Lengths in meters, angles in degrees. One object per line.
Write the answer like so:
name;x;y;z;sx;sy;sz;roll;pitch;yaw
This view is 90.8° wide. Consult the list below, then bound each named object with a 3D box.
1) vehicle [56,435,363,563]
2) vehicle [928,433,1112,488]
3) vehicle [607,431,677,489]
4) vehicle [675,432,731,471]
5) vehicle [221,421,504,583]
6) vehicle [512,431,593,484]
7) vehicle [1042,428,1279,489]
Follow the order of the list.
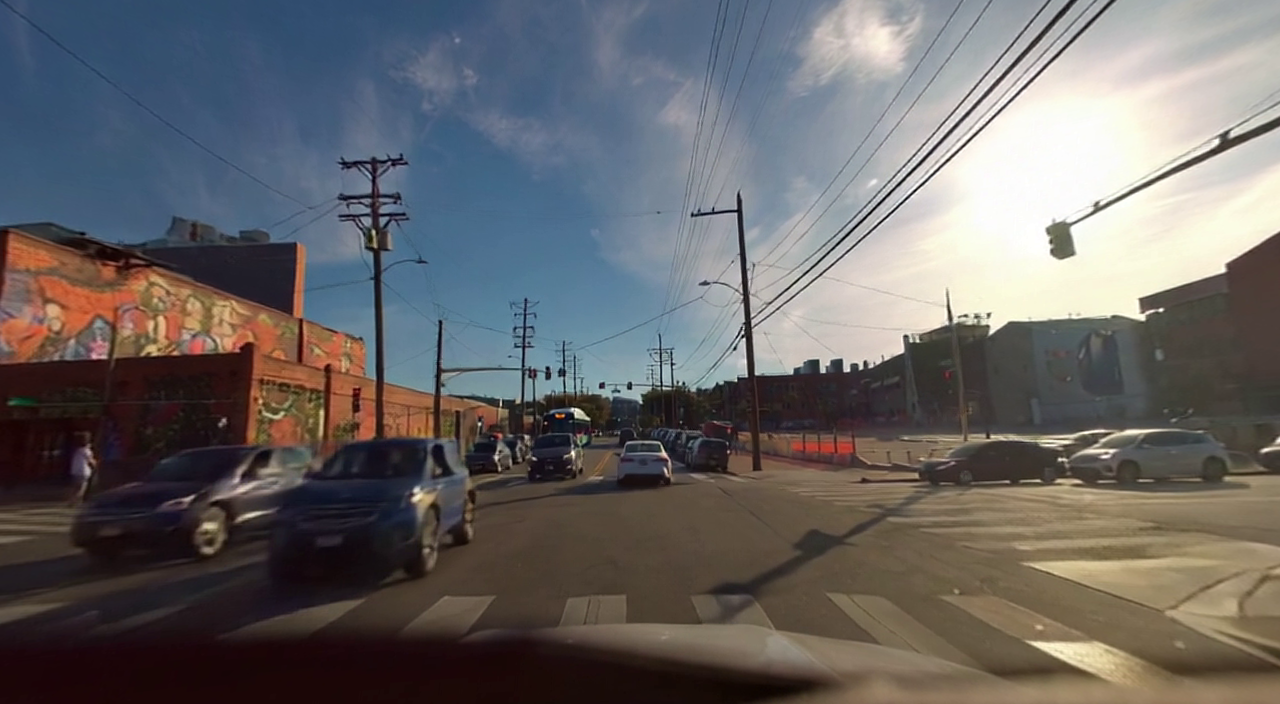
vehicle;-7.019;2.389;11.268;1.892;1.706;5.224;0;-9;-1
vehicle;12.070;3.481;20.365;4.576;1.650;1.980;-1;-9;2
vehicle;0.017;3.681;21.876;2.190;1.783;4.048;0;-9;-1
vehicle;2.944;4.824;30.628;2.171;1.751;4.373;0;-9;-1
vehicle;-3.327;1.867;8.636;2.055;1.660;3.954;0;-9;0
vehicle;-3.464;4.357;26.306;2.474;1.926;5.823;0;-9;1
vehicle;14.239;2.887;17.252;5.045;1.527;2.107;0;-9;-1
